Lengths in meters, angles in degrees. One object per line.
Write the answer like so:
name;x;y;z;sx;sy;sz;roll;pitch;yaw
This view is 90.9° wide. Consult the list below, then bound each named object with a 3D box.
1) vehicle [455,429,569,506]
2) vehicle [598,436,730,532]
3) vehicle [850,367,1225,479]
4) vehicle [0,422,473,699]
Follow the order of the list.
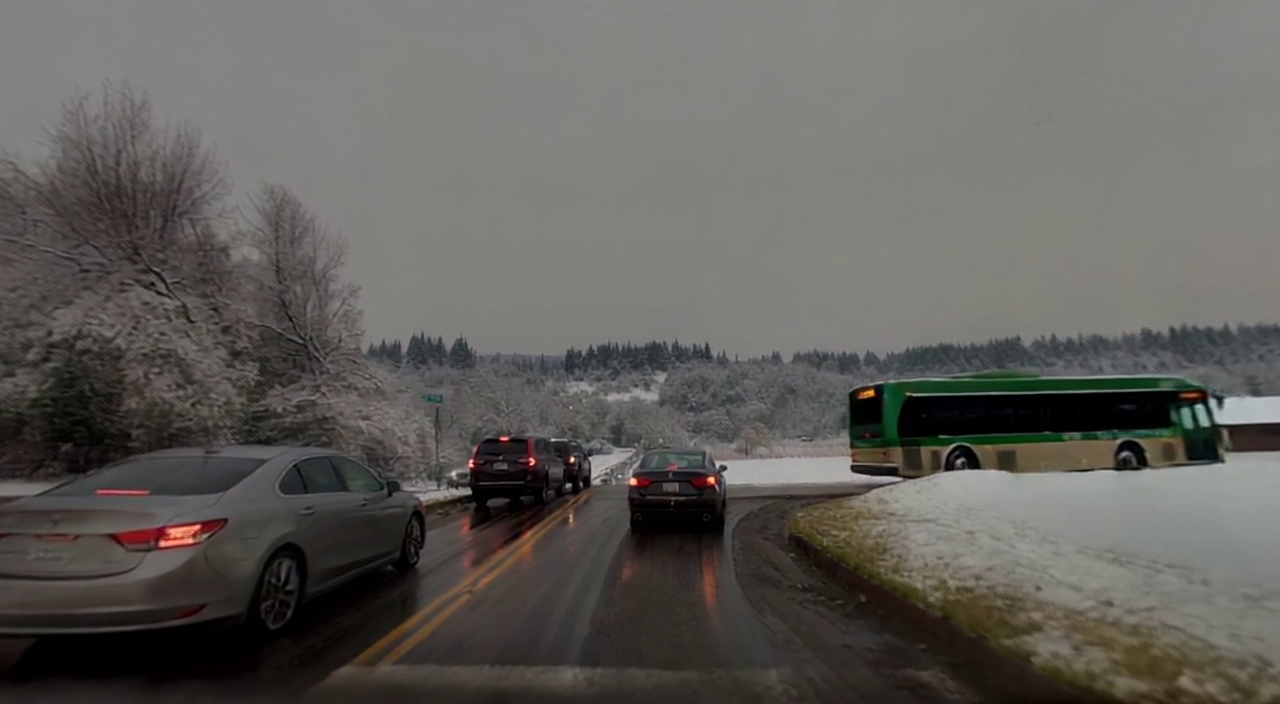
vehicle;-3.242;3.034;17.026;2.017;1.761;4.572;0;-8;1
vehicle;0.630;2.366;11.912;2.020;1.478;3.922;-1;-9;9
vehicle;12.264;2.294;20.181;9.977;3.303;2.948;0;-8;-2
vehicle;-3.332;1.480;5.821;1.953;1.480;4.522;-1;-8;6
